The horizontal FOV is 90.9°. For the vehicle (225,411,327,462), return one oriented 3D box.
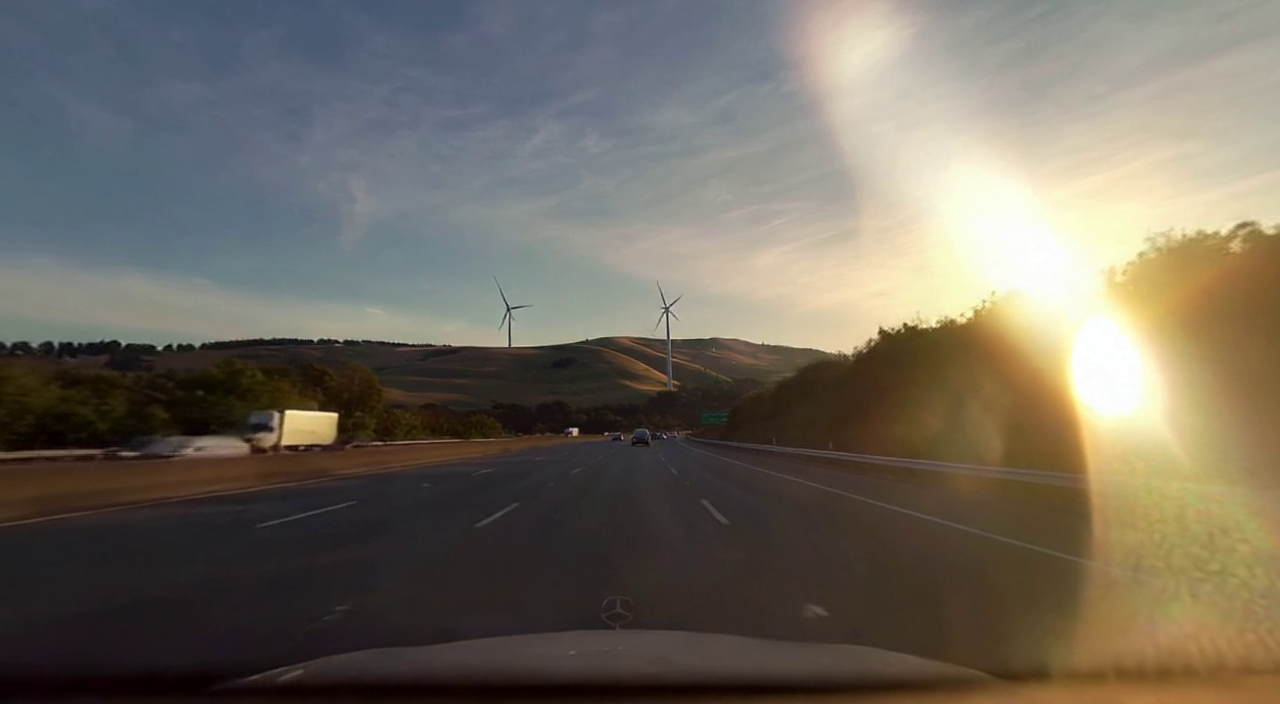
[{"bbox_3d":[-22.957,5.382,40.149,2.568,2.988,6.326,0,-8,1],"label":"vehicle"}]

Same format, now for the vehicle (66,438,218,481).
[{"bbox_3d":[-19.485,4.193,24.995,2.037,1.497,4.828,0,-8,1],"label":"vehicle"}]

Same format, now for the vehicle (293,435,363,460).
[{"bbox_3d":[-19.367,5.920,39.335,2.137,1.475,4.218,0,-8,1],"label":"vehicle"}]
